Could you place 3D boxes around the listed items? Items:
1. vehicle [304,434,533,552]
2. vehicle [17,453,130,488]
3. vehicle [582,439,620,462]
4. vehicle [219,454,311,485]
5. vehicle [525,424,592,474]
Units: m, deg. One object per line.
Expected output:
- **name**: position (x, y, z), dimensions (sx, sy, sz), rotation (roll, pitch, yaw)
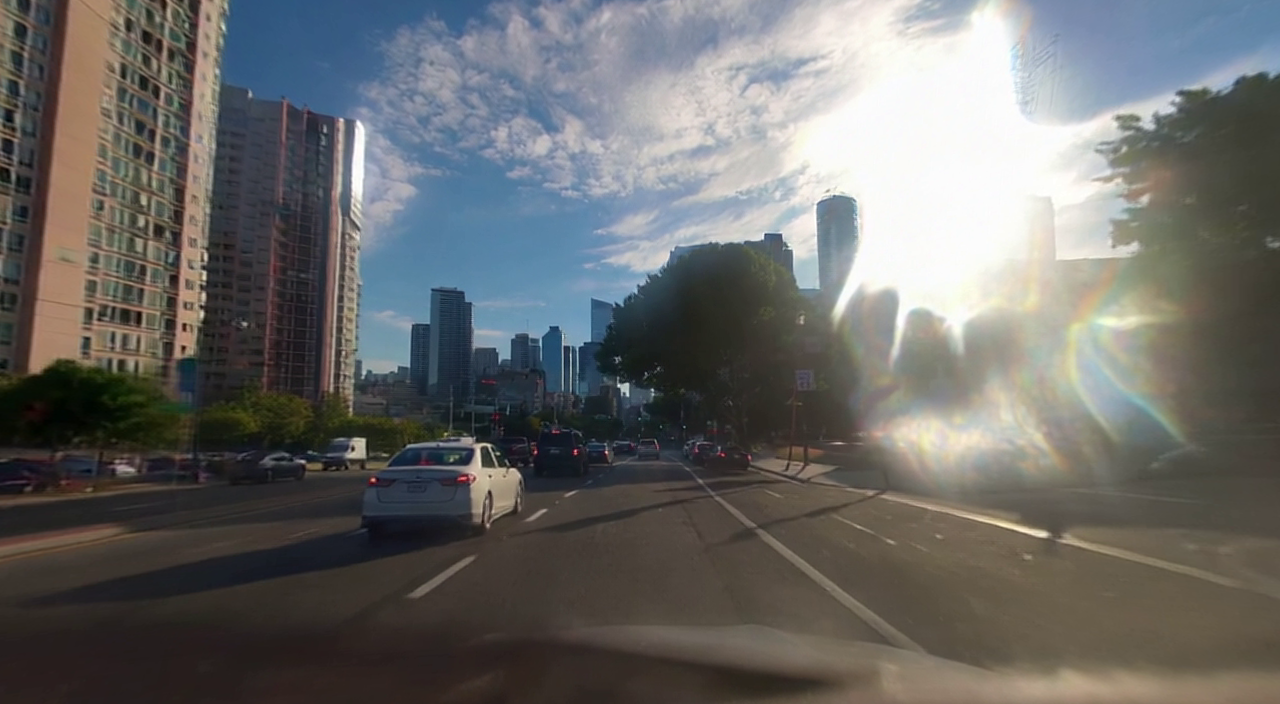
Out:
- **vehicle**: position (-3.031, 2.023, 9.769), dimensions (1.959, 1.406, 4.272), rotation (0, -9, 1)
- **vehicle**: position (-28.704, 5.995, 32.115), dimensions (1.859, 1.614, 4.102), rotation (0, -9, 1)
- **vehicle**: position (-2.600, 6.727, 43.105), dimensions (2.246, 1.481, 4.146), rotation (0, -9, 1)
- **vehicle**: position (-19.676, 6.153, 33.356), dimensions (1.878, 1.472, 4.736), rotation (0, -9, 1)
- **vehicle**: position (-3.408, 4.193, 27.300), dimensions (2.152, 1.987, 4.527), rotation (0, -9, 1)
